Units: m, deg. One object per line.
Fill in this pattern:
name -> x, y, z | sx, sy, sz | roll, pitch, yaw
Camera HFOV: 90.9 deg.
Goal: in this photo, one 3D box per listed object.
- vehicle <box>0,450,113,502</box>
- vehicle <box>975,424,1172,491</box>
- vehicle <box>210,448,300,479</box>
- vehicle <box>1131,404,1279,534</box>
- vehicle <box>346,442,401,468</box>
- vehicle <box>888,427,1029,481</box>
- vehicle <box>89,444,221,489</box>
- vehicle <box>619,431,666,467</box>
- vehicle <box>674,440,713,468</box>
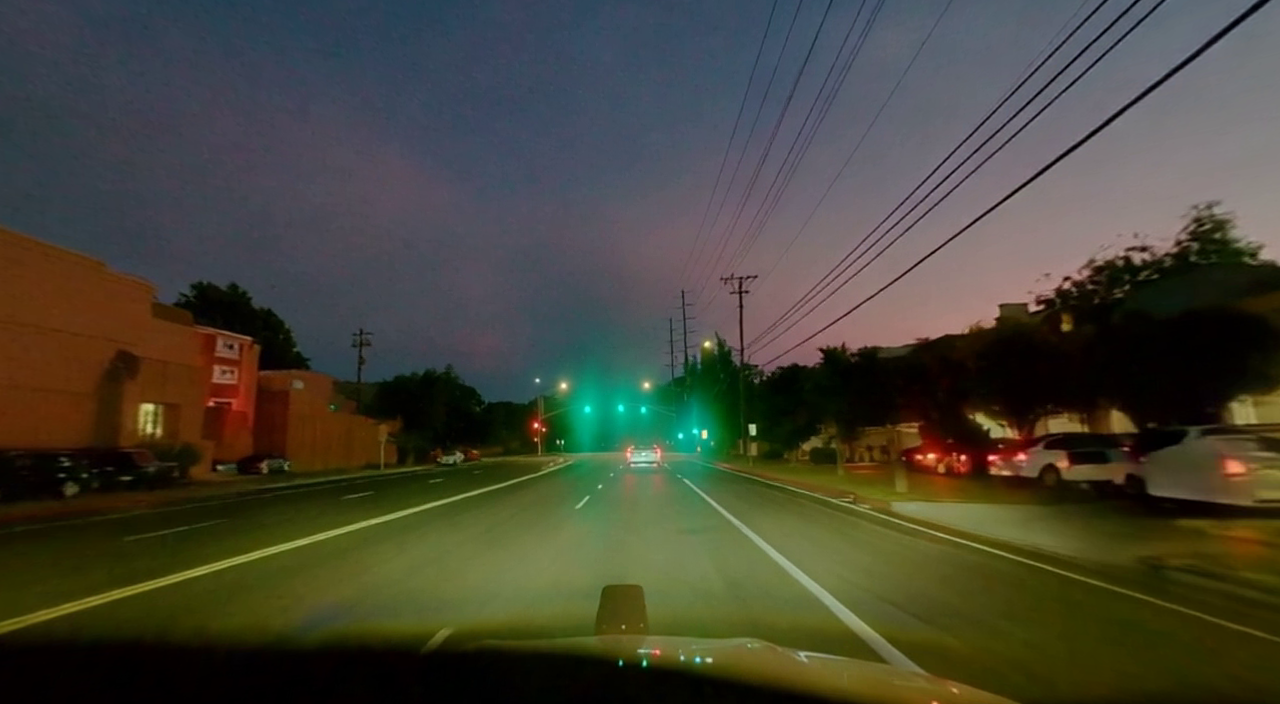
vehicle -> -20.072, 3.950, 20.364 | 2.050, 1.501, 4.588 | 0, -8, 1
vehicle -> 13.520, 3.307, 19.916 | 4.508, 1.937, 2.356 | 1, -8, -5
vehicle -> -20.393, 5.880, 33.620 | 1.865, 1.506, 4.706 | 0, -8, -1
vehicle -> 11.829, 1.990, 11.061 | 4.305, 1.997, 2.453 | 0, -8, 0
vehicle -> -20.014, 7.733, 47.540 | 2.046, 1.874, 4.448 | 0, -8, 2
vehicle -> 12.638, 4.056, 25.245 | 4.412, 1.878, 2.048 | -2, -8, -2
vehicle -> -20.218, 4.763, 26.570 | 1.973, 1.700, 4.475 | 0, -8, 0
vehicle -> 0.155, 6.003, 39.203 | 2.769, 2.087, 5.130 | 0, -8, 0
vehicle -> 3.250, 6.254, 38.730 | 2.002, 1.511, 4.124 | 2, -8, 0
